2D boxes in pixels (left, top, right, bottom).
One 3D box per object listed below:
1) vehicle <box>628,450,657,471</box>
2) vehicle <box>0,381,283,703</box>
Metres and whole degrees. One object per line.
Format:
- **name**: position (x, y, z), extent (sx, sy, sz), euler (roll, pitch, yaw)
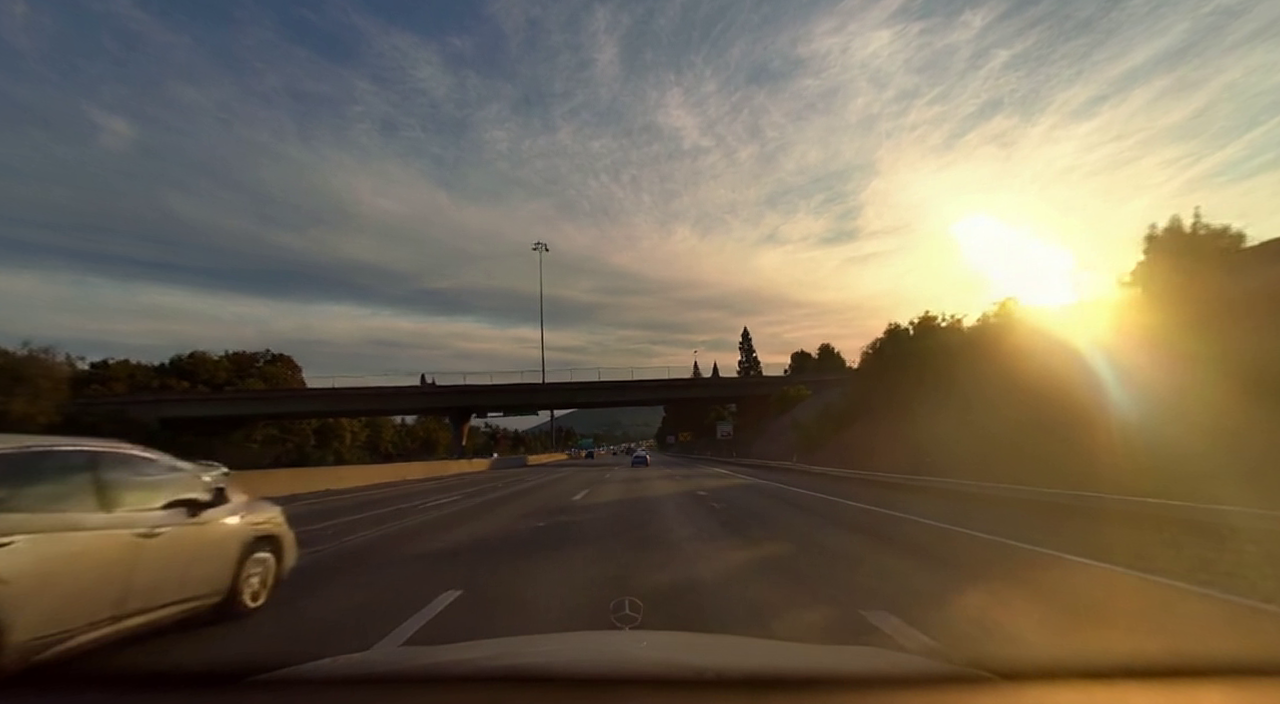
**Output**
- **vehicle**: position (0.149, 8.204, 47.899), extent (2.113, 1.537, 4.208), euler (0, -9, 0)
- **vehicle**: position (-4.039, 0.992, 3.019), extent (2.055, 1.665, 4.373), euler (0, -9, 0)
